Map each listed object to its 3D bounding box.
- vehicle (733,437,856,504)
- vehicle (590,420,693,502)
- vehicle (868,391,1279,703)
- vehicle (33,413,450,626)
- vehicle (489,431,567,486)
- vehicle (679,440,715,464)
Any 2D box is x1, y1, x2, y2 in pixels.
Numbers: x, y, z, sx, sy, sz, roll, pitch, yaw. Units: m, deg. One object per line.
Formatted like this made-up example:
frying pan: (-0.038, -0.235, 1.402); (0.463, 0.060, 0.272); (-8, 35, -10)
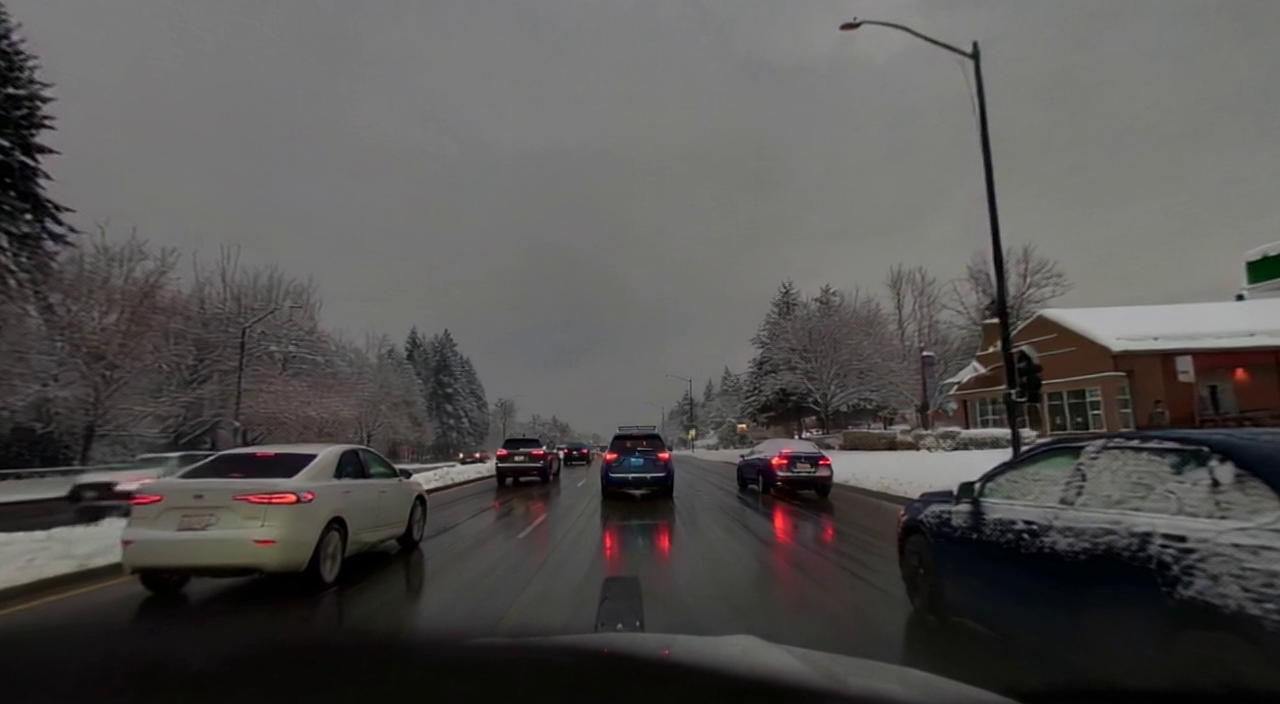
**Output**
vehicle: (3.761, 2.955, 16.315); (1.888, 1.456, 4.589); (0, -8, -2)
vehicle: (0.021, 2.741, 16.220); (2.279, 1.803, 4.254); (0, -8, 0)
vehicle: (3.219, 1.108, 3.751); (1.976, 1.492, 4.436); (0, -8, -1)
vehicle: (-3.602, 1.549, 6.811); (1.864, 1.574, 4.031); (0, -8, 0)
vehicle: (-3.782, 3.679, 22.089); (1.932, 1.695, 4.150); (0, -8, 0)
vehicle: (3.778, 6.677, 42.348); (1.926, 1.522, 3.852); (0, -8, -1)
